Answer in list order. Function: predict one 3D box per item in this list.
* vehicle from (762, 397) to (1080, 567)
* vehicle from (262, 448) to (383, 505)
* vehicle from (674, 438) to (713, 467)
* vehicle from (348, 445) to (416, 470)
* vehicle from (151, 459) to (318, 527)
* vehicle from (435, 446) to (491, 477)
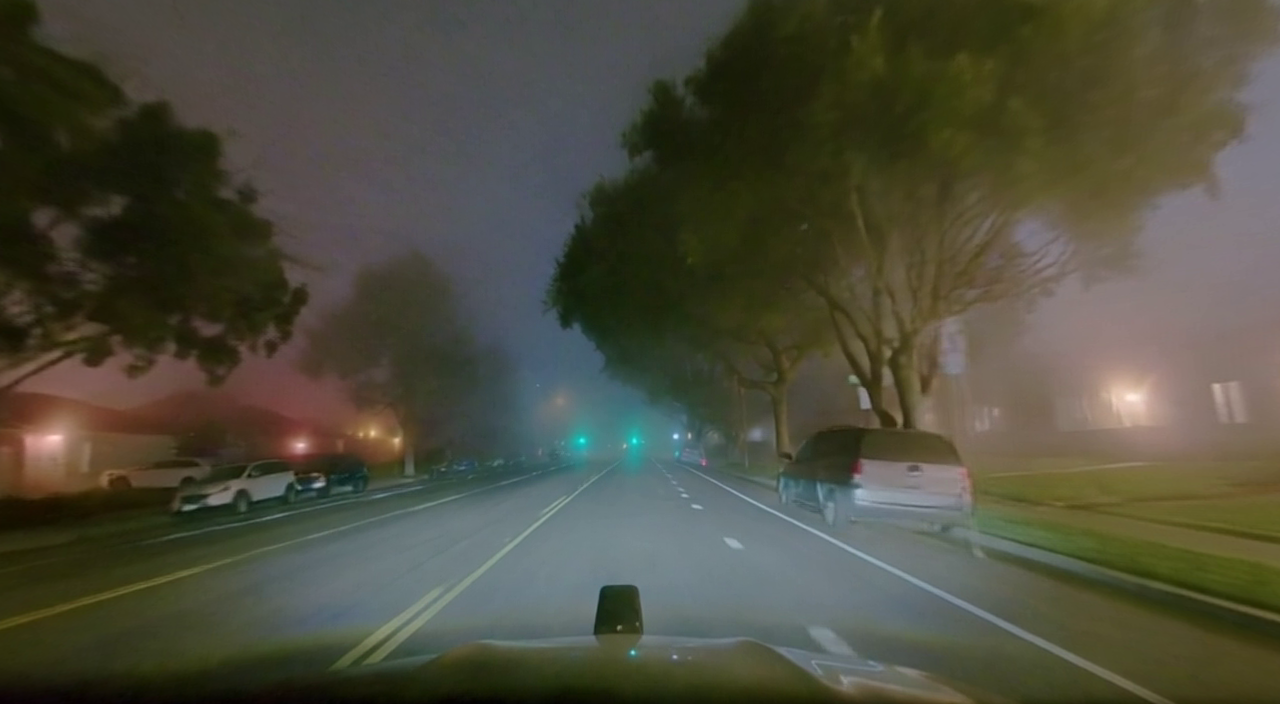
[{"bbox_3d":[3.826,1.937,10.319,2.319,1.938,5.961,0,-8,-1],"label":"vehicle"},{"bbox_3d":[-11.126,4.353,22.607,1.981,1.790,4.682,0,-8,-1],"label":"vehicle"},{"bbox_3d":[3.566,6.832,43.166,2.176,1.793,5.534,0,-8,-1],"label":"vehicle"},{"bbox_3d":[-20.298,8.336,49.843,4.398,1.902,2.043,0,-8,1],"label":"vehicle"},{"bbox_3d":[-11.094,3.828,17.764,1.815,1.532,4.517,0,-8,-2],"label":"vehicle"},{"bbox_3d":[-11.210,6.933,40.376,2.293,1.836,4.586,0,-8,-1],"label":"vehicle"}]
